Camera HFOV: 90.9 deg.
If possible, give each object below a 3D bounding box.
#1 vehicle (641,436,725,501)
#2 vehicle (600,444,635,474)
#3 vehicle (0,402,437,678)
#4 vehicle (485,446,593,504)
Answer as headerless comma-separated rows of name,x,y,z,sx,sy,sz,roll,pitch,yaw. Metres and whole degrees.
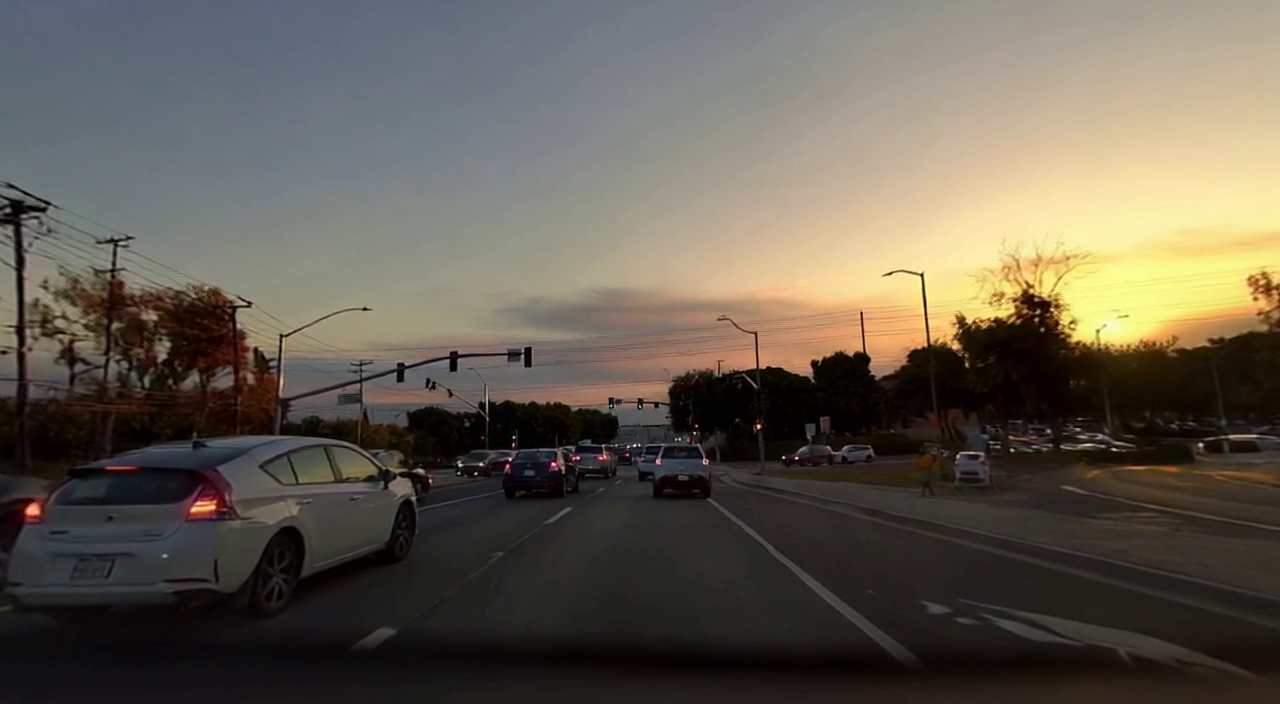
vehicle,1.209,3.360,18.569,2.205,1.691,3.937,-1,-9,2
vehicle,-1.367,6.662,39.556,1.788,1.773,3.731,-1,-9,5
vehicle,-3.765,1.450,6.046,2.018,1.621,4.441,0,-9,2
vehicle,-2.712,3.440,18.089,2.105,1.436,4.311,-1,-9,4
